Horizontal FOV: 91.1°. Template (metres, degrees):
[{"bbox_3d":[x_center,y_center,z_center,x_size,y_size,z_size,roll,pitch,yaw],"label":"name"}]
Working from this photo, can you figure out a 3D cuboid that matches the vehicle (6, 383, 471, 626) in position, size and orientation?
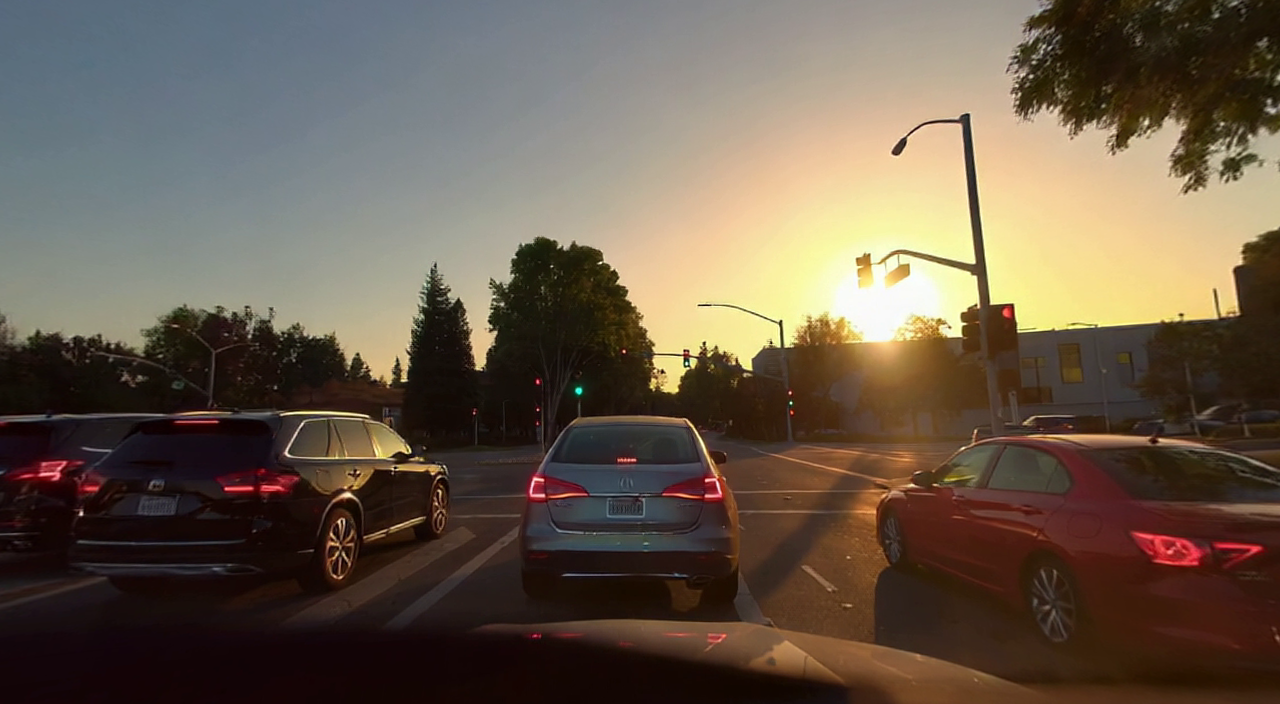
[{"bbox_3d":[-3.556,1.427,6.849,2.014,1.755,4.360,0,-8,3],"label":"vehicle"}]

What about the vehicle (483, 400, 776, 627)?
[{"bbox_3d":[-0.054,1.400,6.302,2.047,1.579,3.642,0,-8,1],"label":"vehicle"}]

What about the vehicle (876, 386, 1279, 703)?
[{"bbox_3d":[3.584,1.199,4.601,2.010,1.486,4.498,0,-8,1],"label":"vehicle"}]
